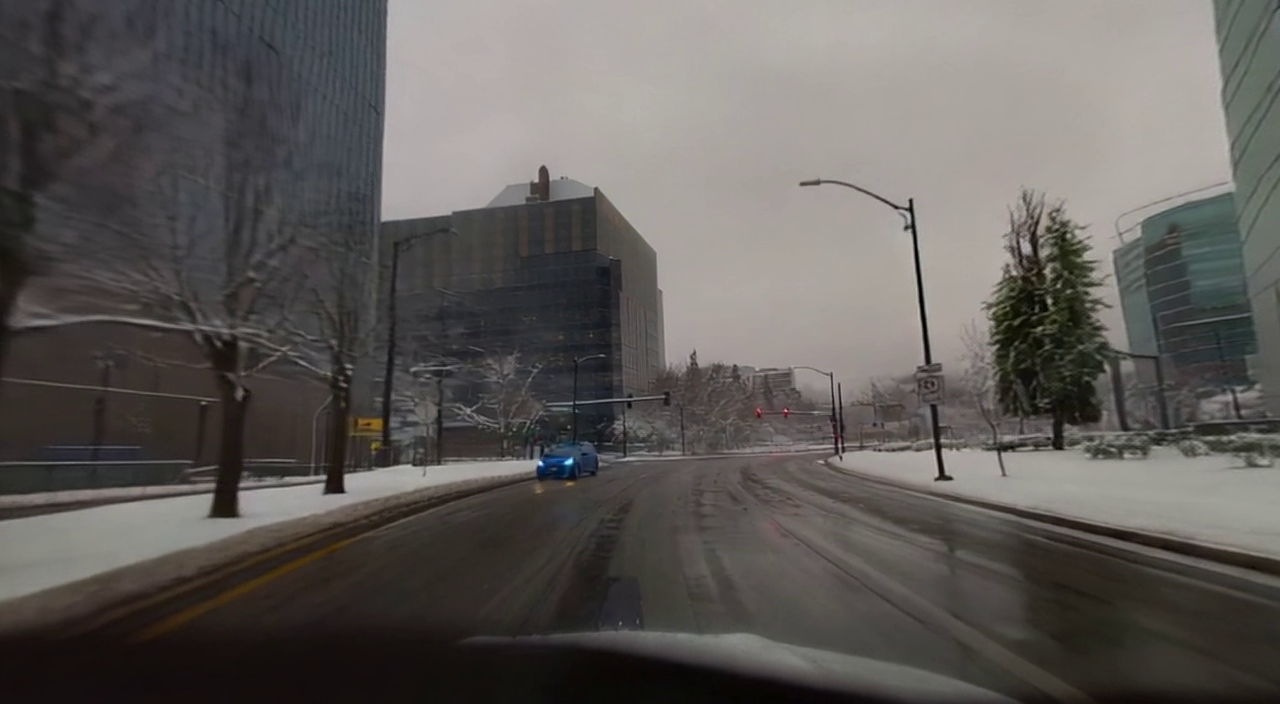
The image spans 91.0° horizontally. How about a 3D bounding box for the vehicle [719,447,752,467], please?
[{"bbox_3d":[7.536,8.236,49.440,2.127,1.497,4.020,-2,-9,14],"label":"vehicle"}]
